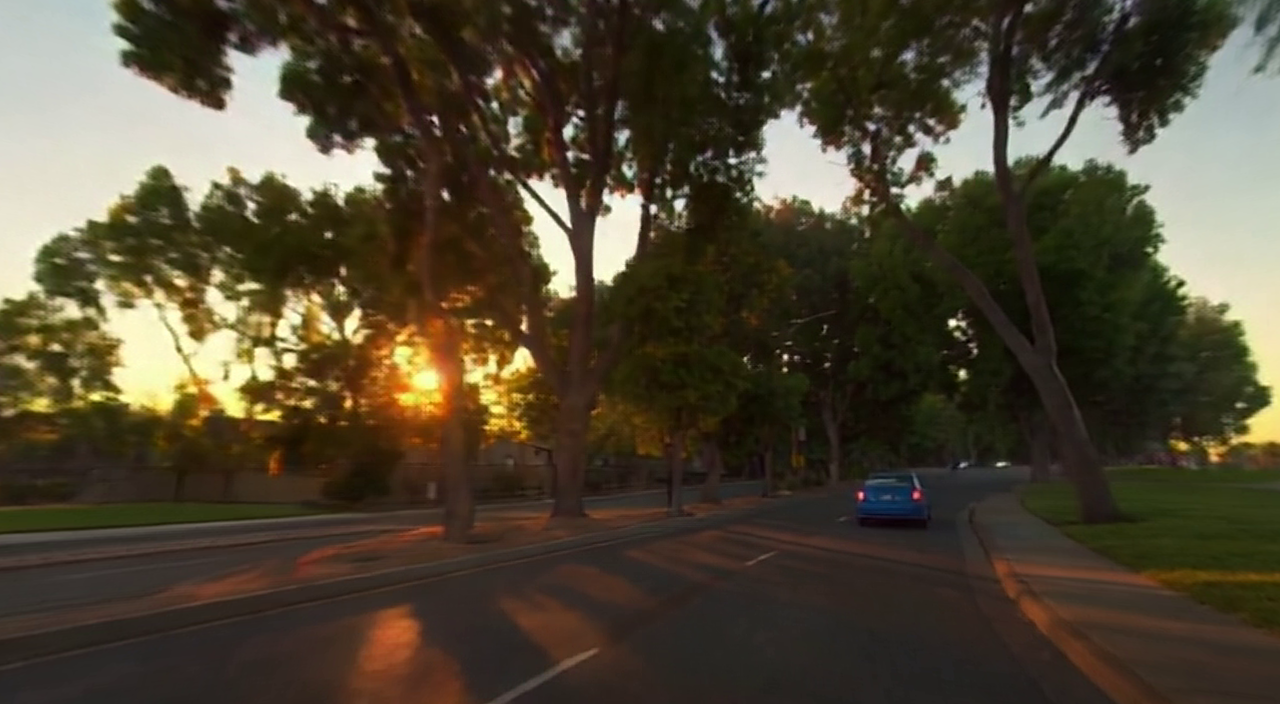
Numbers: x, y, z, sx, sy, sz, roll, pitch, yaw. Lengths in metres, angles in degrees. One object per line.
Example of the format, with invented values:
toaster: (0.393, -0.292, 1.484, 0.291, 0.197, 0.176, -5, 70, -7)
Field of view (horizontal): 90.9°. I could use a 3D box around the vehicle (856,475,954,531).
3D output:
vehicle: (7.485, 4.069, 17.469, 1.972, 1.250, 5.282, -5, -12, 27)
